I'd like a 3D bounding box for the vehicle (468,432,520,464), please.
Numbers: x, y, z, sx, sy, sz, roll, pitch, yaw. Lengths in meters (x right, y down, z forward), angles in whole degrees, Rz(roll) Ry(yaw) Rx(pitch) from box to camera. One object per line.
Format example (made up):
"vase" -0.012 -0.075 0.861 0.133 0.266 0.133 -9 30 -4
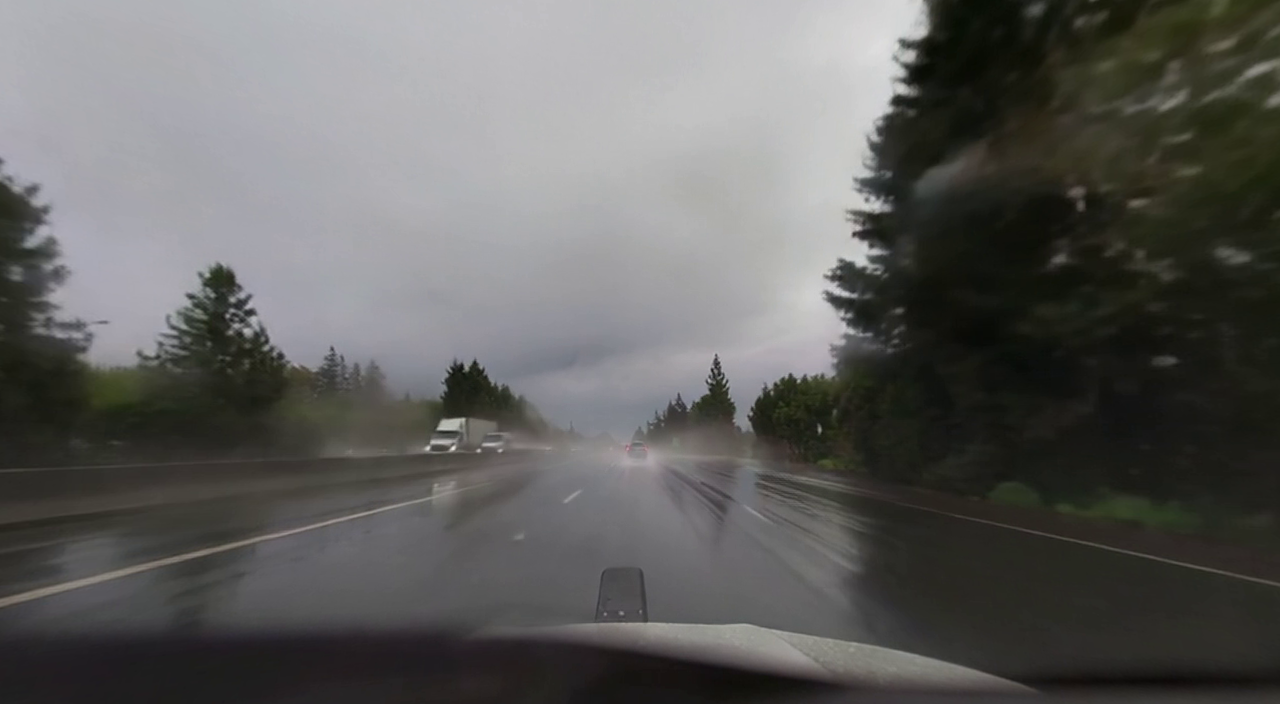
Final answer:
"vehicle" -11.290 7.516 49.252 2.400 2.294 6.797 0 -9 0
